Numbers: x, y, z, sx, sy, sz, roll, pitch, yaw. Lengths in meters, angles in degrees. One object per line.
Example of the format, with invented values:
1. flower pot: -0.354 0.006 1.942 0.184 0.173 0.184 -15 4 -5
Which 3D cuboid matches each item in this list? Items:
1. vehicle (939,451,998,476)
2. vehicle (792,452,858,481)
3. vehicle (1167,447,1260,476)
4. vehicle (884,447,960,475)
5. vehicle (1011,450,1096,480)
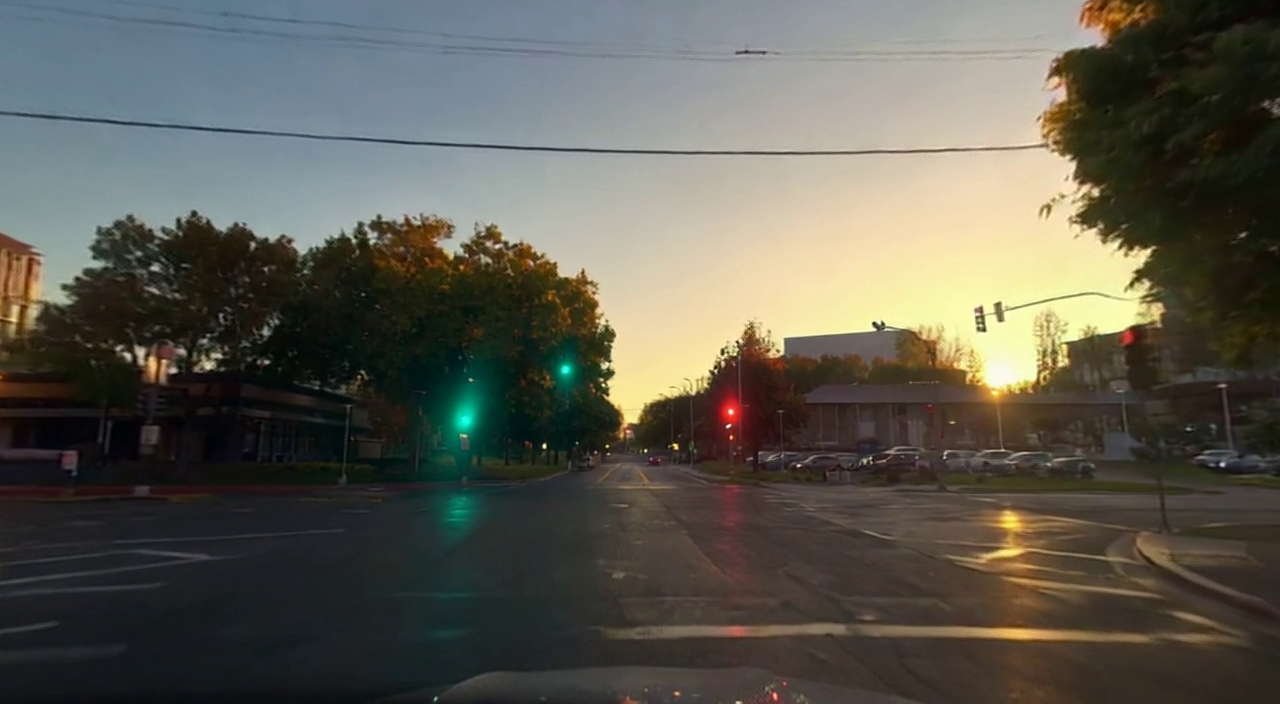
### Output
1. vehicle: 21.379 7.237 40.950 1.923 1.463 3.758 -1 -8 3
2. vehicle: 10.705 6.537 36.112 1.955 1.508 4.295 -8 -12 41
3. vehicle: 28.578 5.462 31.362 1.591 1.332 3.202 -2 -9 1
4. vehicle: 16.490 6.325 36.577 4.522 1.546 1.941 6 -11 -36
5. vehicle: 20.598 5.618 31.389 1.851 1.388 3.475 0 -8 1
